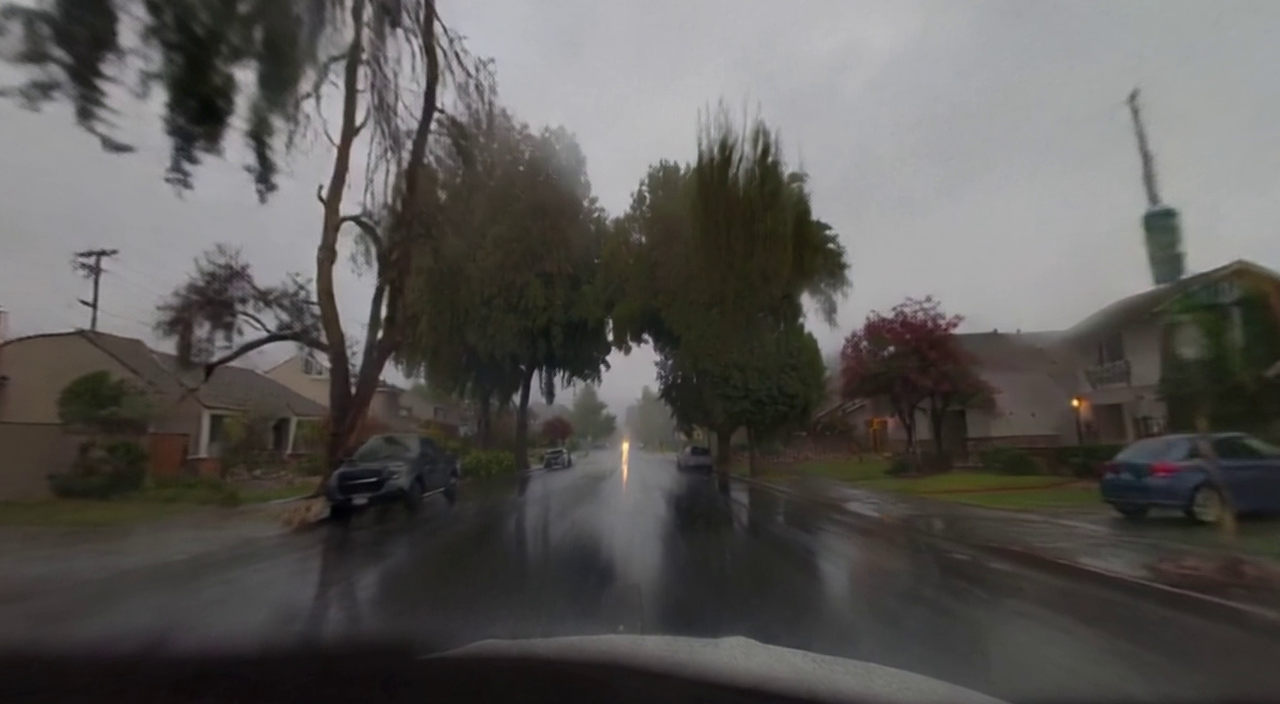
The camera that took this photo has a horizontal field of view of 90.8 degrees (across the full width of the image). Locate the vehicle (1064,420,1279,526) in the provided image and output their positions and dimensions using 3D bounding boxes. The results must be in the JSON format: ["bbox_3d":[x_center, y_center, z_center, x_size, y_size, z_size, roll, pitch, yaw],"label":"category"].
[{"bbox_3d":[10.030,1.969,10.533,4.497,1.564,1.948,0,-9,-2],"label":"vehicle"}]

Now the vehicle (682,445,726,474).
[{"bbox_3d":[3.609,6.202,36.659,1.996,1.585,4.371,0,-9,-1],"label":"vehicle"}]

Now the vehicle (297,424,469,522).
[{"bbox_3d":[-5.918,2.838,15.451,2.341,1.942,5.044,0,-9,-3],"label":"vehicle"}]
